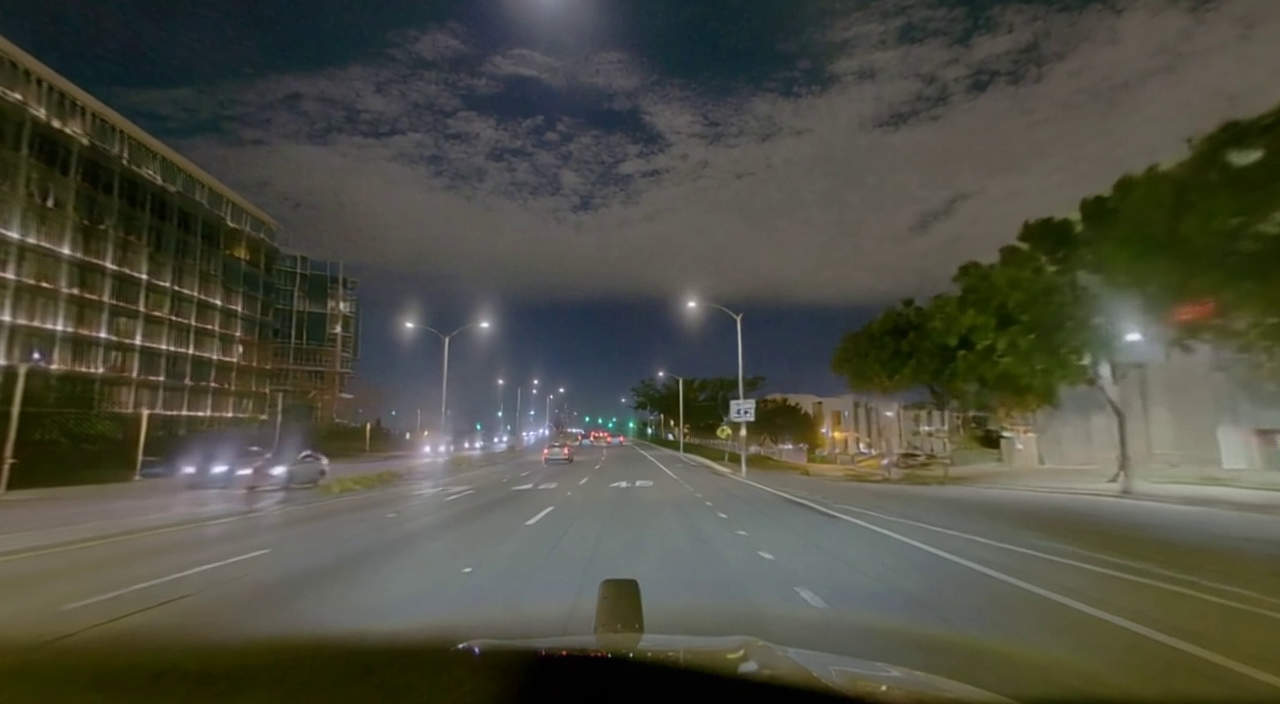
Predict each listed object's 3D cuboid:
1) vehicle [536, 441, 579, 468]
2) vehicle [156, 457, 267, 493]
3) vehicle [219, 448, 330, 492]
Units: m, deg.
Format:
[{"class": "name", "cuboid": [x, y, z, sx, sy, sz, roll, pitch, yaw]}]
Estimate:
[{"class": "vehicle", "cuboid": [-4.755, 5.982, 37.140, 2.025, 1.474, 4.292, 0, -8, -1]}, {"class": "vehicle", "cuboid": [-19.423, 5.585, 28.933, 1.976, 1.415, 4.341, 0, -8, 1]}, {"class": "vehicle", "cuboid": [-15.805, 5.101, 27.672, 1.990, 1.739, 4.544, -1, -8, 2]}]
